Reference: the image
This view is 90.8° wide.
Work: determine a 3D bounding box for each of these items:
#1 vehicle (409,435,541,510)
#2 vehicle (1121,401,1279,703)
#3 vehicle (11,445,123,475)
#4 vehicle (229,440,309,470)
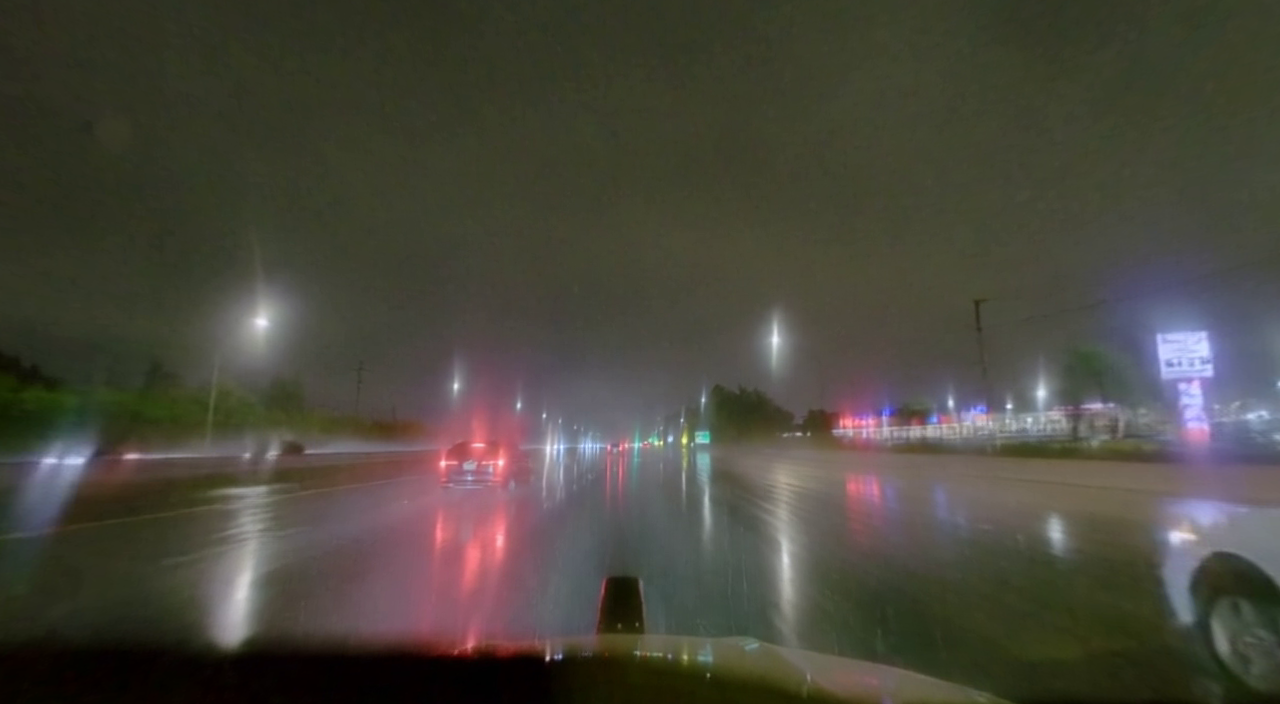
[{"bbox_3d":[-3.687,2.759,14.961,1.939,1.508,4.272,0,-8,1],"label":"vehicle"},{"bbox_3d":[3.973,0.745,1.237,2.164,1.507,4.914,0,-8,0],"label":"vehicle"},{"bbox_3d":[-30.414,5.708,33.728,1.835,1.455,4.387,0,-8,1],"label":"vehicle"},{"bbox_3d":[-18.916,5.242,32.382,1.782,1.443,3.767,0,-8,0],"label":"vehicle"}]
